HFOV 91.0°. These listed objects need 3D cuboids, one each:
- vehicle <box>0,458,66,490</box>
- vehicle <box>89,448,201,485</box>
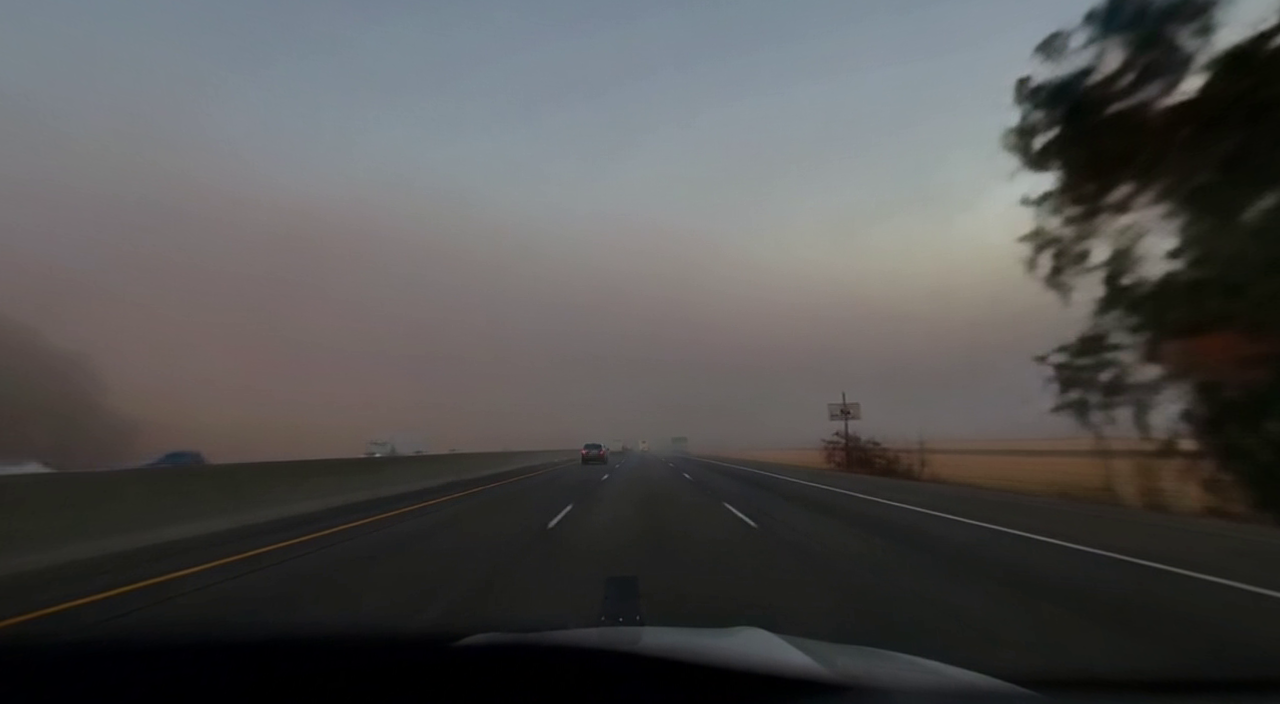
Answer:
[{"bbox_3d":[-32.489,6.216,32.155,1.870,1.539,4.637,0,-9,1],"label":"vehicle"},{"bbox_3d":[-24.561,5.666,31.503,1.918,1.688,4.470,0,-9,0],"label":"vehicle"}]
